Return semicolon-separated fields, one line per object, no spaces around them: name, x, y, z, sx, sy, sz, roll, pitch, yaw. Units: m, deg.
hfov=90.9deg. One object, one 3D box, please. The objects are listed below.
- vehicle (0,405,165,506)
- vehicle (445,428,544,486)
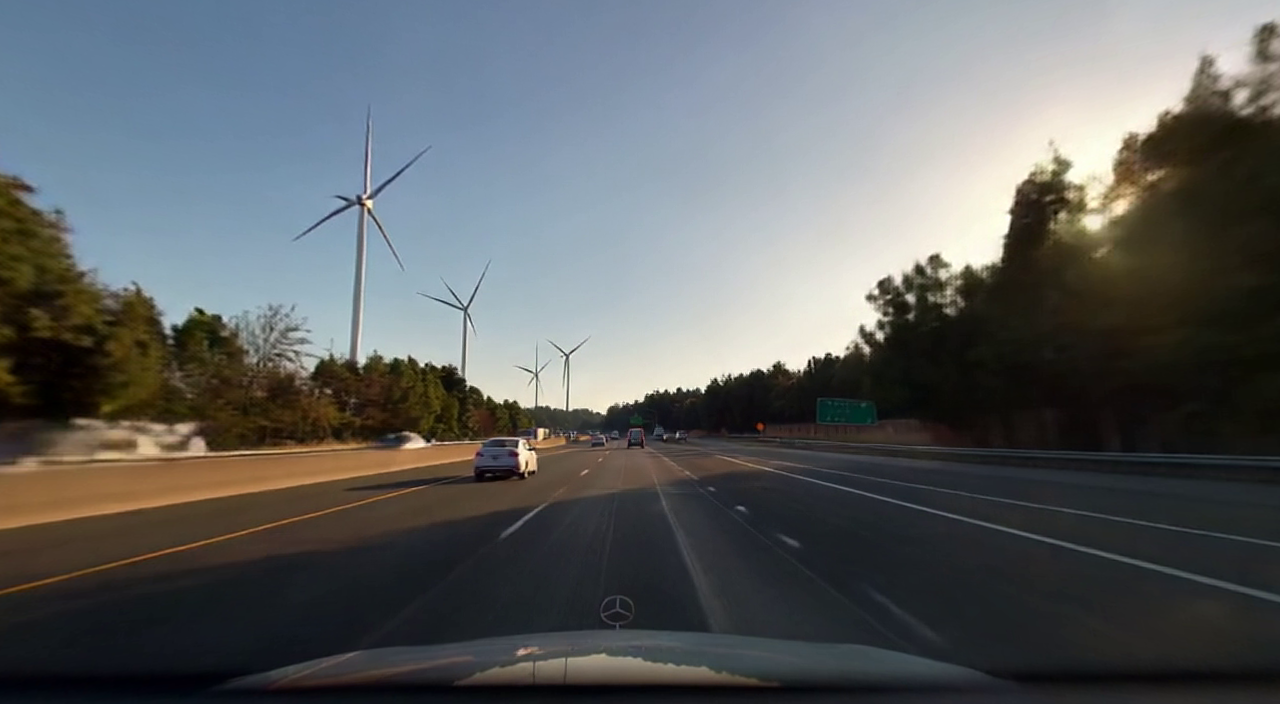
vehicle;-16.649;2.800;17.378;2.554;2.392;5.783;0;-8;0
vehicle;-4.139;3.042;18.609;1.950;1.511;3.965;0;-8;0
